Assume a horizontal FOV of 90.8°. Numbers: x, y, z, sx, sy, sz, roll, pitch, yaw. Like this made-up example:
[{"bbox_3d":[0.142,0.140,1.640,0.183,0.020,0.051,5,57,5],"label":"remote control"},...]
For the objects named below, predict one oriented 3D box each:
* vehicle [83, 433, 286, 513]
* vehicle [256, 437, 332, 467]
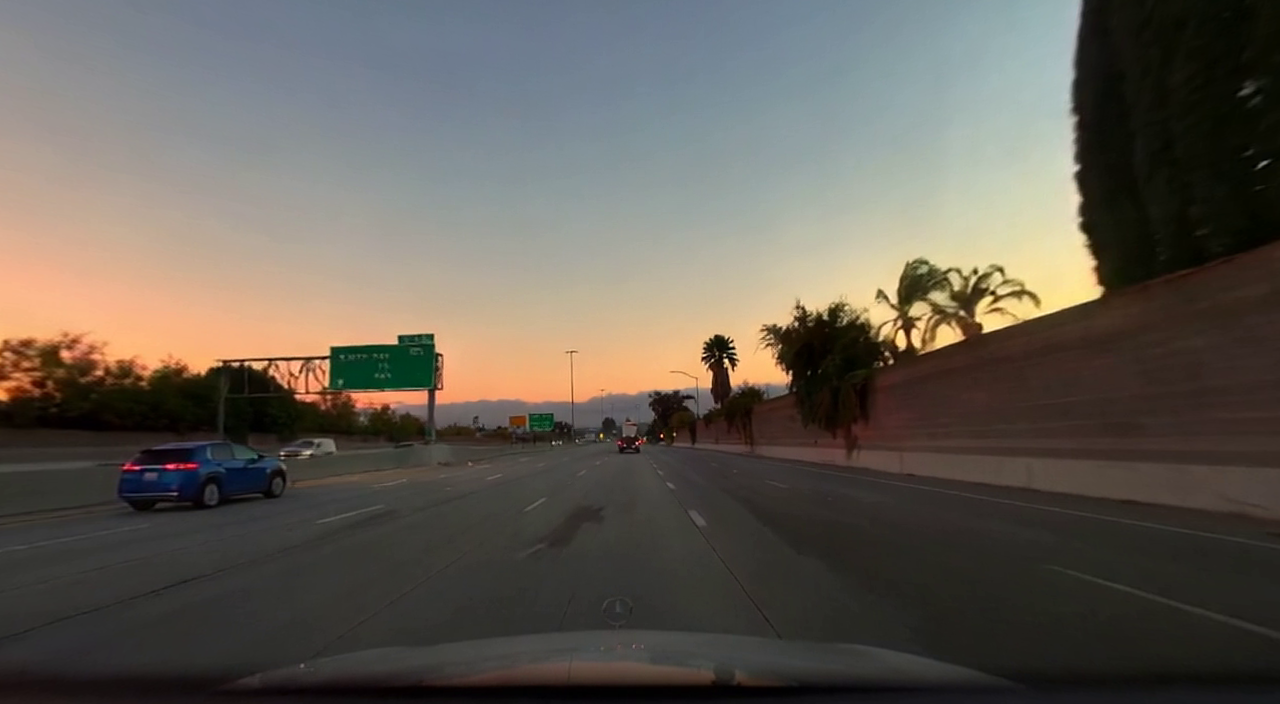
[{"bbox_3d":[-10.731,2.841,15.361,1.897,1.653,4.113,0,-8,-1],"label":"vehicle"},{"bbox_3d":[-23.534,6.820,43.287,2.127,1.901,5.585,0,-8,-1],"label":"vehicle"}]
